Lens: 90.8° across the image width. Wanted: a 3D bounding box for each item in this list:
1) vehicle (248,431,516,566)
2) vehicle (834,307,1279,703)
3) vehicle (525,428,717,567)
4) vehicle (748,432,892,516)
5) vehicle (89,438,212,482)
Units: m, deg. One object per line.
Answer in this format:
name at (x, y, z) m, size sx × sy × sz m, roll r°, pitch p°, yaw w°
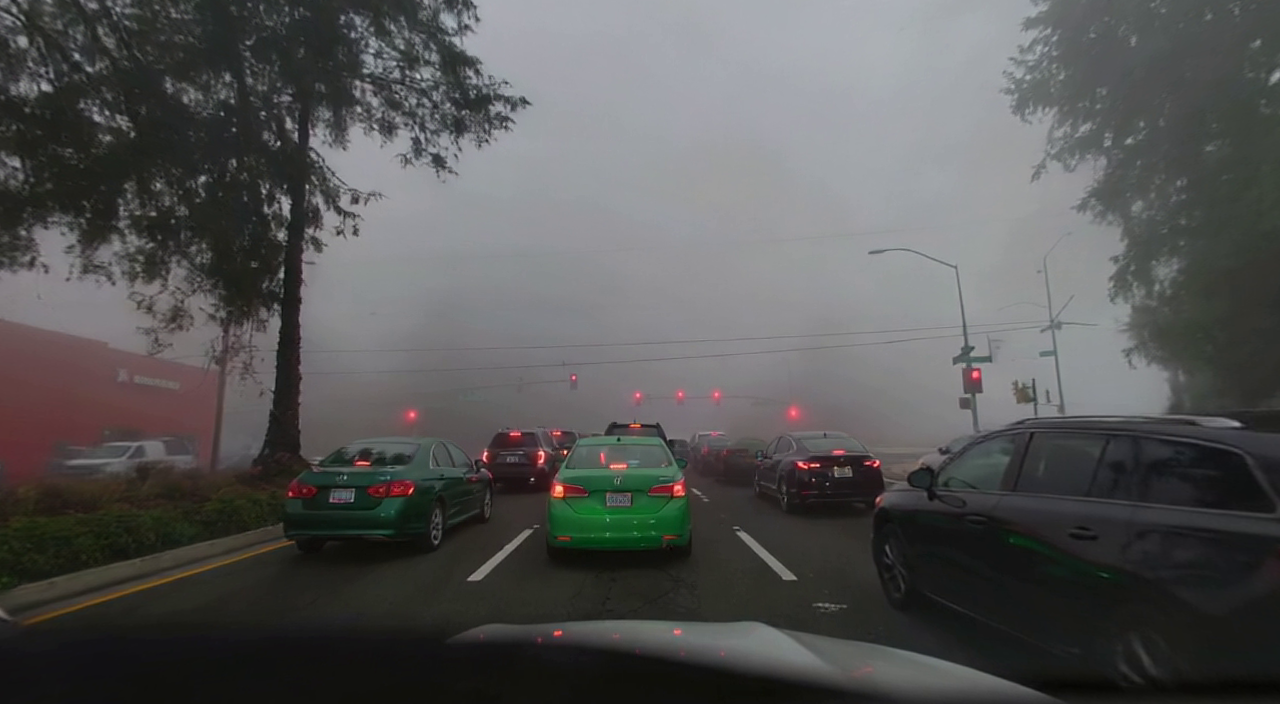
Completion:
vehicle at (-3.207, 1.891, 8.949) m, size 1.917 × 1.441 × 4.128 m, roll -1°, pitch -8°, yaw 2°
vehicle at (2.998, 0.958, 3.573) m, size 2.196 × 1.676 × 4.865 m, roll 0°, pitch -8°, yaw -1°
vehicle at (-0.209, 1.836, 8.714) m, size 2.041 × 1.450 × 3.847 m, roll 0°, pitch -8°, yaw 0°
vehicle at (3.558, 2.471, 13.289) m, size 1.880 × 1.476 × 3.932 m, roll 0°, pitch -8°, yaw 1°
vehicle at (-21.177, 4.661, 27.575) m, size 2.132 × 1.724 × 4.001 m, roll 0°, pitch -8°, yaw 0°
